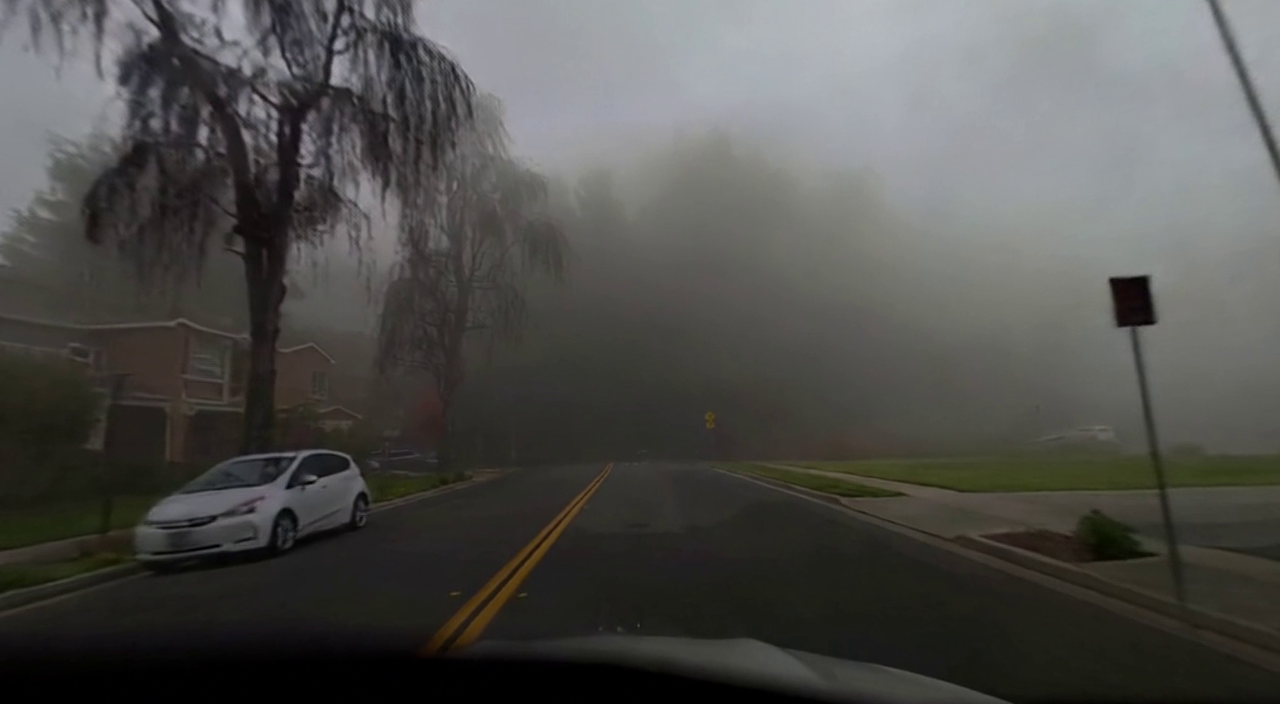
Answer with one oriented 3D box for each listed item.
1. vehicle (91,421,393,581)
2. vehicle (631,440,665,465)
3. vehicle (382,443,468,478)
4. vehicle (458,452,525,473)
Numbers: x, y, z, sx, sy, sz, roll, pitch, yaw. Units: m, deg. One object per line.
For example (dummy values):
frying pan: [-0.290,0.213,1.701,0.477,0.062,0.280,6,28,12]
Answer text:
vehicle: [-5.767,2.216,10.017,2.027,1.803,4.306,-4,-10,-1]
vehicle: [0.464,6.336,40.099,2.022,1.481,4.050,0,-8,-1]
vehicle: [-16.290,8.208,48.026,5.586,2.532,2.444,-2,-8,10]
vehicle: [-11.624,8.669,49.640,4.676,1.484,2.068,-2,-8,14]
